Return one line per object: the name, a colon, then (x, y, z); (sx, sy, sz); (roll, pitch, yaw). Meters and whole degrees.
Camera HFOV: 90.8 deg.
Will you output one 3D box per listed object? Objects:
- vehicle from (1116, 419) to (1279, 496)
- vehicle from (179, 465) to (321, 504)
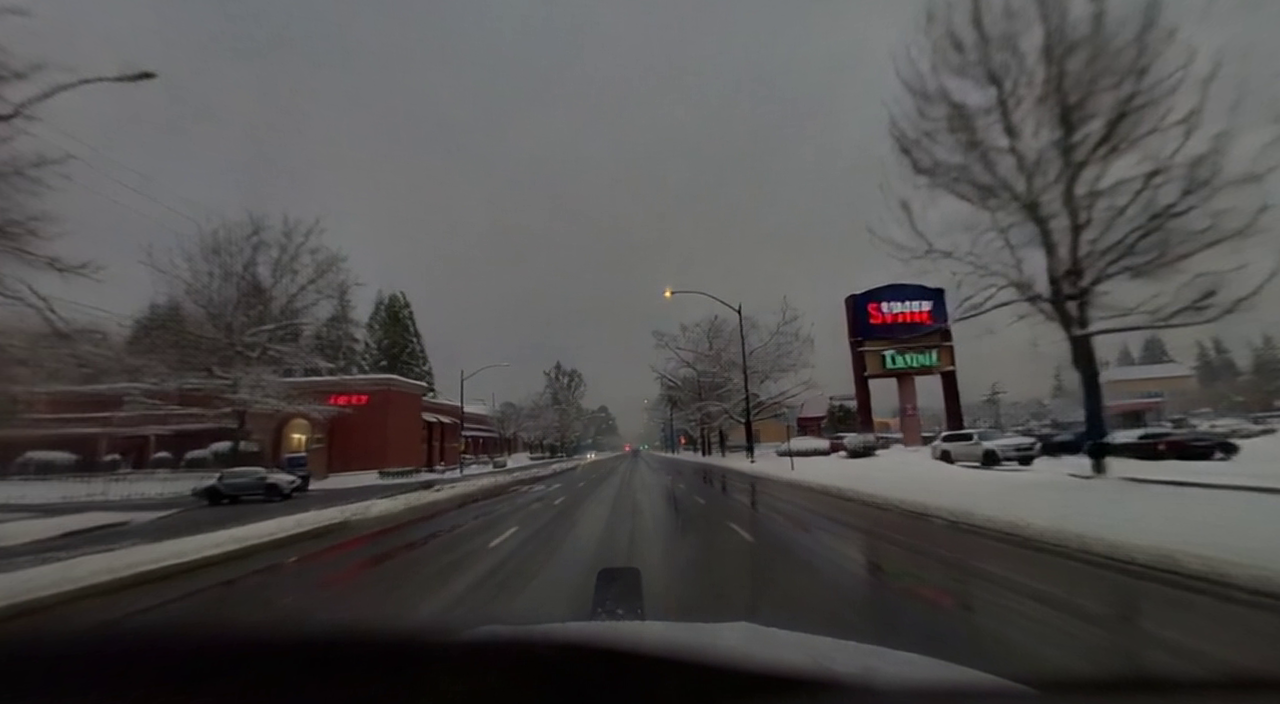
vehicle: (16.080, 2.722, 16.782); (4.914, 1.540, 2.200); (-6, -8, 2)
vehicle: (-16.900, 5.741, 27.571); (4.752, 1.523, 2.123); (0, -8, -2)
